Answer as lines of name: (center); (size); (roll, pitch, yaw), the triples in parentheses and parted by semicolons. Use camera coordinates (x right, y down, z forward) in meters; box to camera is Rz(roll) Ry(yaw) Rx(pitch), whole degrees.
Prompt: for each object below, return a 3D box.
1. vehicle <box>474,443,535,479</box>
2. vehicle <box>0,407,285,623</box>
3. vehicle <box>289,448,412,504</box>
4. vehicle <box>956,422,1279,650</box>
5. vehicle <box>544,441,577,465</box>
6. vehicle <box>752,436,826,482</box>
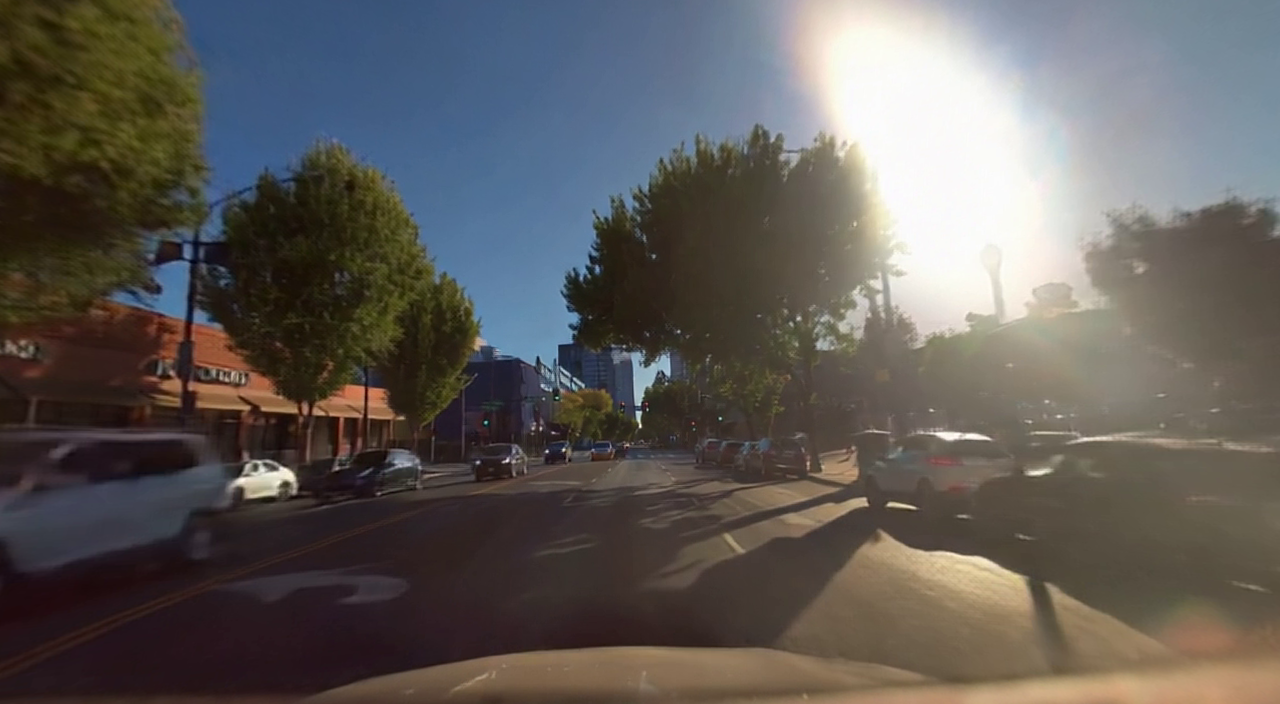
vehicle: (-6.178, 5.003, 29.320); (1.898, 1.532, 4.337); (0, -8, 0)
vehicle: (-6.332, 1.630, 7.100); (2.095, 1.759, 4.413); (0, -8, 0)
vehicle: (-9.056, 3.868, 20.204); (1.937, 1.548, 4.179); (0, -8, 0)
vehicle: (5.580, 1.676, 6.914); (1.899, 1.642, 4.463); (0, -8, 0)
vehicle: (-6.210, 7.981, 49.971); (2.020, 1.754, 4.442); (0, -8, 0)
vehicle: (6.056, 4.402, 26.249); (2.047, 1.720, 4.353); (0, -8, 0)
